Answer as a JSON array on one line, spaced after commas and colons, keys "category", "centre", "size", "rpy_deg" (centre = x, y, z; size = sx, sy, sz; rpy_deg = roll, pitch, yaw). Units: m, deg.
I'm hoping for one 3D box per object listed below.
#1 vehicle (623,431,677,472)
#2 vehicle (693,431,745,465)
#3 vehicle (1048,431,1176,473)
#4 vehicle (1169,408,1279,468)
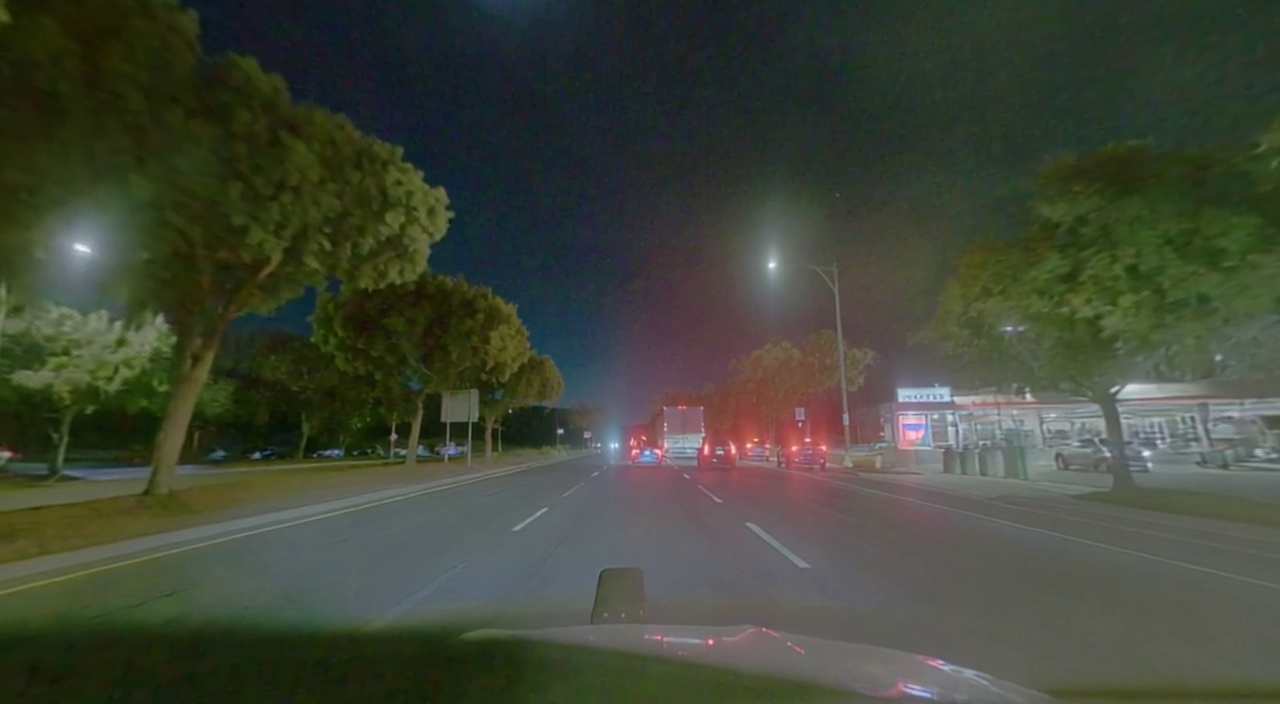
[{"category": "vehicle", "centre": [0.378, 4.309, 27.491], "size": [2.193, 1.651, 3.946], "rpy_deg": [0, -8, -1]}, {"category": "vehicle", "centre": [4.055, 5.031, 32.937], "size": [2.088, 1.655, 4.360], "rpy_deg": [0, -8, -1]}, {"category": "vehicle", "centre": [19.790, 4.206, 26.603], "size": [2.068, 1.627, 4.269], "rpy_deg": [0, -8, 0]}, {"category": "vehicle", "centre": [29.048, 4.040, 29.616], "size": [5.896, 2.709, 2.318], "rpy_deg": [0, -8, 1]}]
